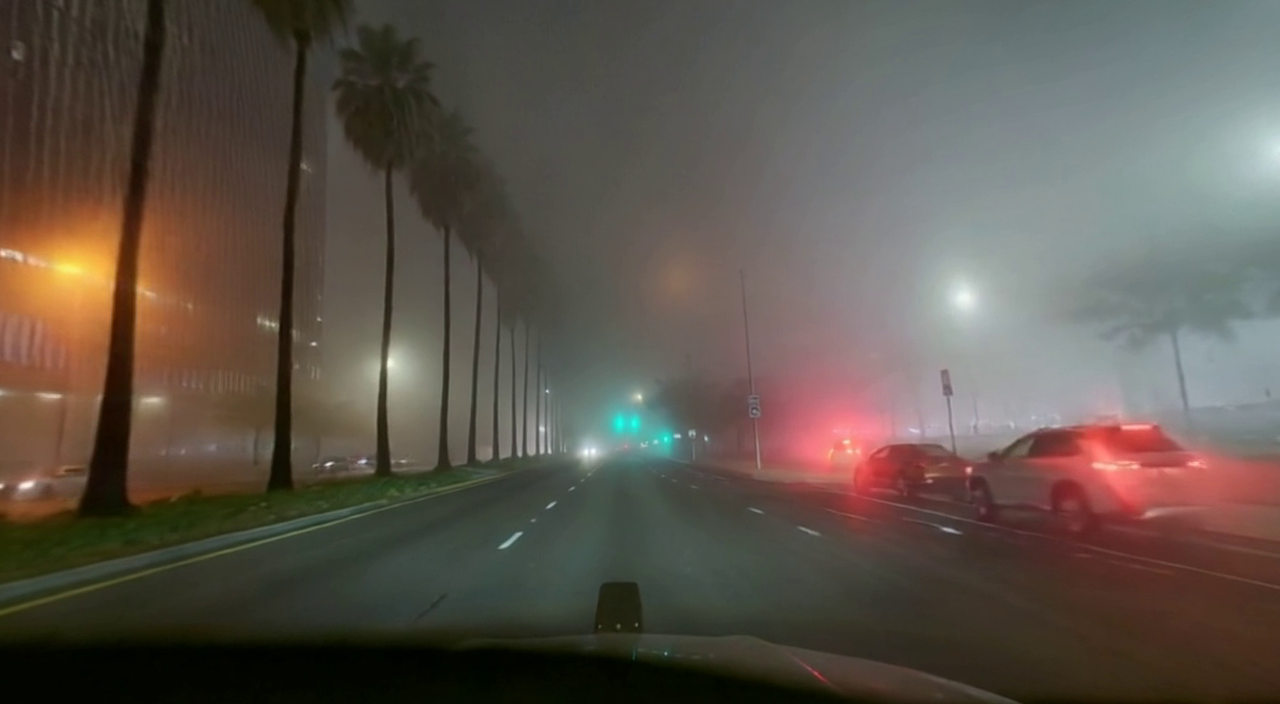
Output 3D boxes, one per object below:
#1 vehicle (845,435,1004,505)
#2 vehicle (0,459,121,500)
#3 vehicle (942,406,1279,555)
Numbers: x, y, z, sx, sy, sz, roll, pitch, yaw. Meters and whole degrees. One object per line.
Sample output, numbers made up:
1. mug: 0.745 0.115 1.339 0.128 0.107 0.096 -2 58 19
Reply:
1. vehicle: 7.019 2.948 16.279 1.919 1.499 4.779 -1 -8 1
2. vehicle: -24.657 5.310 26.593 1.801 1.444 4.640 0 -8 -3
3. vehicle: 6.930 1.832 9.723 2.225 1.727 4.418 0 -8 -2
